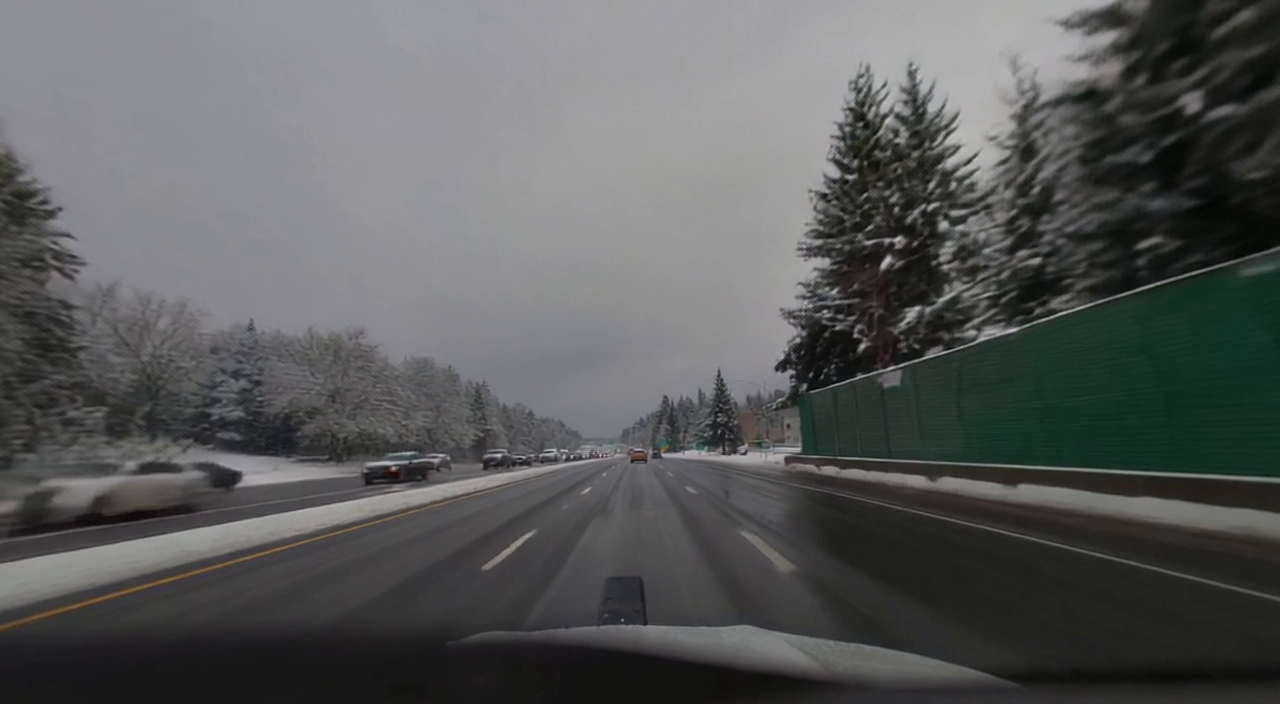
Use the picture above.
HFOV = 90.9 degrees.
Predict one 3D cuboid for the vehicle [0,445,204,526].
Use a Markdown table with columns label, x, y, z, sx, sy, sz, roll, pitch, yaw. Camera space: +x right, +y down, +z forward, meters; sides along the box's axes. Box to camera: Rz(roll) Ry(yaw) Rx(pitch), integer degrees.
| label | x | y | z | sx | sy | sz | roll | pitch | yaw |
| --- | --- | --- | --- | --- | --- | --- | --- | --- | --- |
| vehicle | -12.072 | 2.853 | 13.990 | 1.863 | 1.492 | 4.026 | 0 | -9 | 0 |

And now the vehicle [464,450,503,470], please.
| label | x | y | z | sx | sy | sz | roll | pitch | yaw |
| --- | --- | --- | --- | --- | --- | --- | --- | --- | --- |
| vehicle | -11.791 | 8.159 | 47.771 | 1.852 | 1.455 | 4.006 | 0 | -9 | 1 |

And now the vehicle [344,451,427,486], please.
| label | x | y | z | sx | sy | sz | roll | pitch | yaw |
| --- | --- | --- | --- | --- | --- | --- | --- | --- | --- |
| vehicle | -11.232 | 5.153 | 28.127 | 1.902 | 1.426 | 4.345 | 0 | -9 | 0 |

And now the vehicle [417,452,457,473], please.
| label | x | y | z | sx | sy | sz | roll | pitch | yaw |
| --- | --- | --- | --- | --- | --- | --- | --- | --- | --- |
| vehicle | -15.990 | 8.676 | 49.753 | 1.812 | 1.528 | 3.947 | 0 | -9 | 0 |
